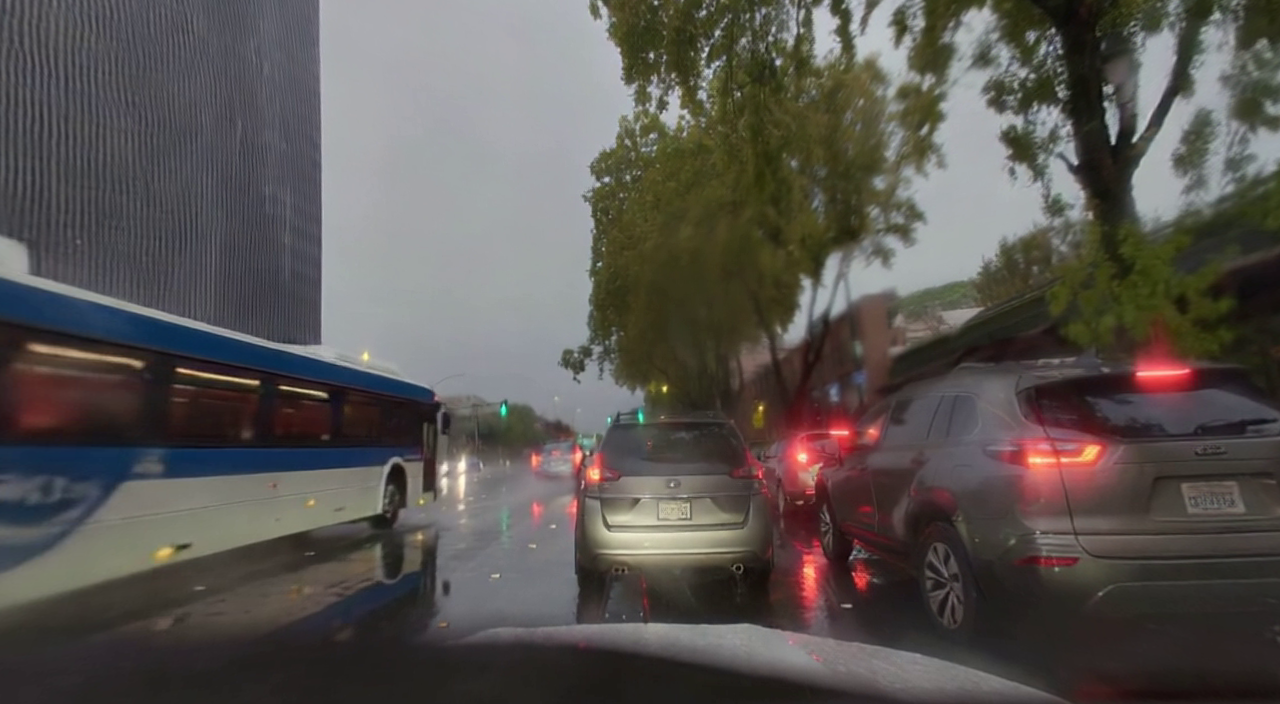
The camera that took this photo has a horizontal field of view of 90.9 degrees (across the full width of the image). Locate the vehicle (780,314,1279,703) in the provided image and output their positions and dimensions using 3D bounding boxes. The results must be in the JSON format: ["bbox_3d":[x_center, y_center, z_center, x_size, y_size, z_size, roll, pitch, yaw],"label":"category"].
[{"bbox_3d":[2.757,1.115,4.988,2.117,1.855,4.794,0,-9,-1],"label":"vehicle"}]

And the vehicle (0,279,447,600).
[{"bbox_3d":[-6.798,1.611,11.594,3.152,3.309,10.159,0,-9,1],"label":"vehicle"}]

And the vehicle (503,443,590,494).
[{"bbox_3d":[-2.961,3.825,21.159,2.088,1.483,4.708,0,-9,1],"label":"vehicle"}]

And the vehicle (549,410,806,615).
[{"bbox_3d":[0.242,1.550,6.888,2.045,1.608,3.573,0,-9,-2],"label":"vehicle"}]

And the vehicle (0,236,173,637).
[{"bbox_3d":[-6.820,0.279,2.443,2.907,3.307,9.137,0,-9,0],"label":"vehicle"}]
